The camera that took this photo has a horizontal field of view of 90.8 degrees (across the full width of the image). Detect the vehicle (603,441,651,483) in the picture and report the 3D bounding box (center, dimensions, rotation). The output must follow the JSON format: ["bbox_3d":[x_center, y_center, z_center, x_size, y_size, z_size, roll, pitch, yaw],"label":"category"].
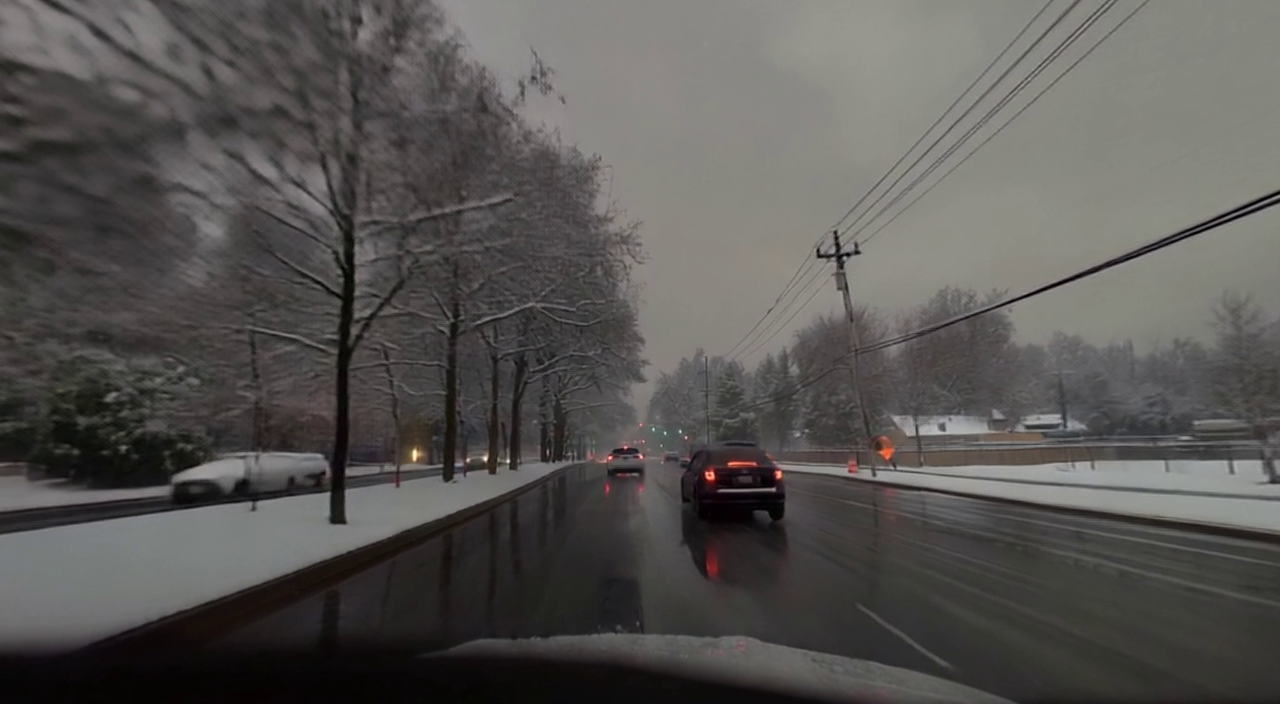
[{"bbox_3d":[-0.555,4.925,28.660,2.050,1.745,3.915,-1,-8,0],"label":"vehicle"}]

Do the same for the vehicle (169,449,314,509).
[{"bbox_3d":[-12.485,3.950,20.186,1.871,1.639,4.289,0,-8,-1],"label":"vehicle"}]

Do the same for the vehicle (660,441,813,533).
[{"bbox_3d":[1.671,2.564,12.760,1.977,1.460,4.565,0,-8,-5],"label":"vehicle"}]
